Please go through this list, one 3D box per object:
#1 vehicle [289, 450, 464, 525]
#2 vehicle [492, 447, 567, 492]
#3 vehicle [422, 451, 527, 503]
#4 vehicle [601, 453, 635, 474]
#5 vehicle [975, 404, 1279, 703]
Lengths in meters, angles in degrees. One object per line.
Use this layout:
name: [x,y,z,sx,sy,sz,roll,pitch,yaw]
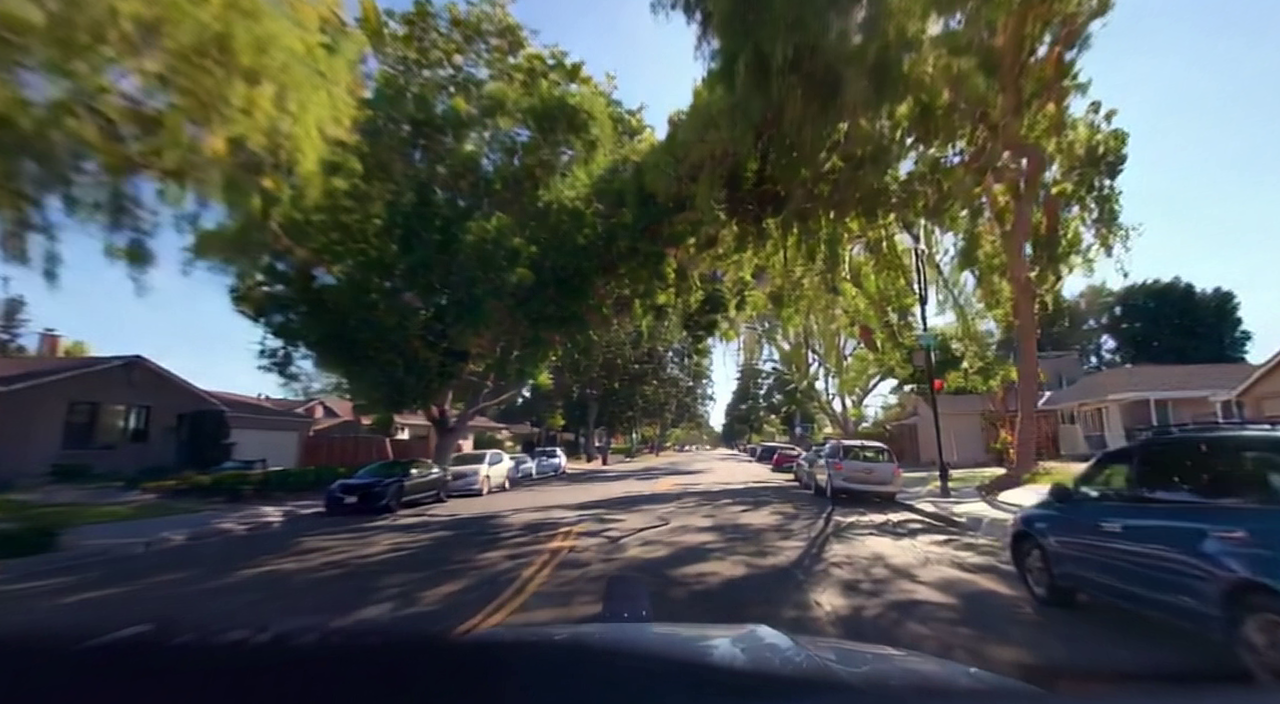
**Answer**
vehicle: [-6.177,3.208,15.546,1.963,1.470,4.671,-2,-9,5]
vehicle: [-4.674,5.042,27.463,1.973,1.755,4.528,-2,-9,7]
vehicle: [-5.474,4.186,21.571,1.948,1.477,4.518,-2,-9,7]
vehicle: [-1.645,8.710,49.273,1.903,1.463,4.526,-2,-8,8]
vehicle: [4.480,1.331,4.565,2.062,1.718,4.517,-1,-8,7]
